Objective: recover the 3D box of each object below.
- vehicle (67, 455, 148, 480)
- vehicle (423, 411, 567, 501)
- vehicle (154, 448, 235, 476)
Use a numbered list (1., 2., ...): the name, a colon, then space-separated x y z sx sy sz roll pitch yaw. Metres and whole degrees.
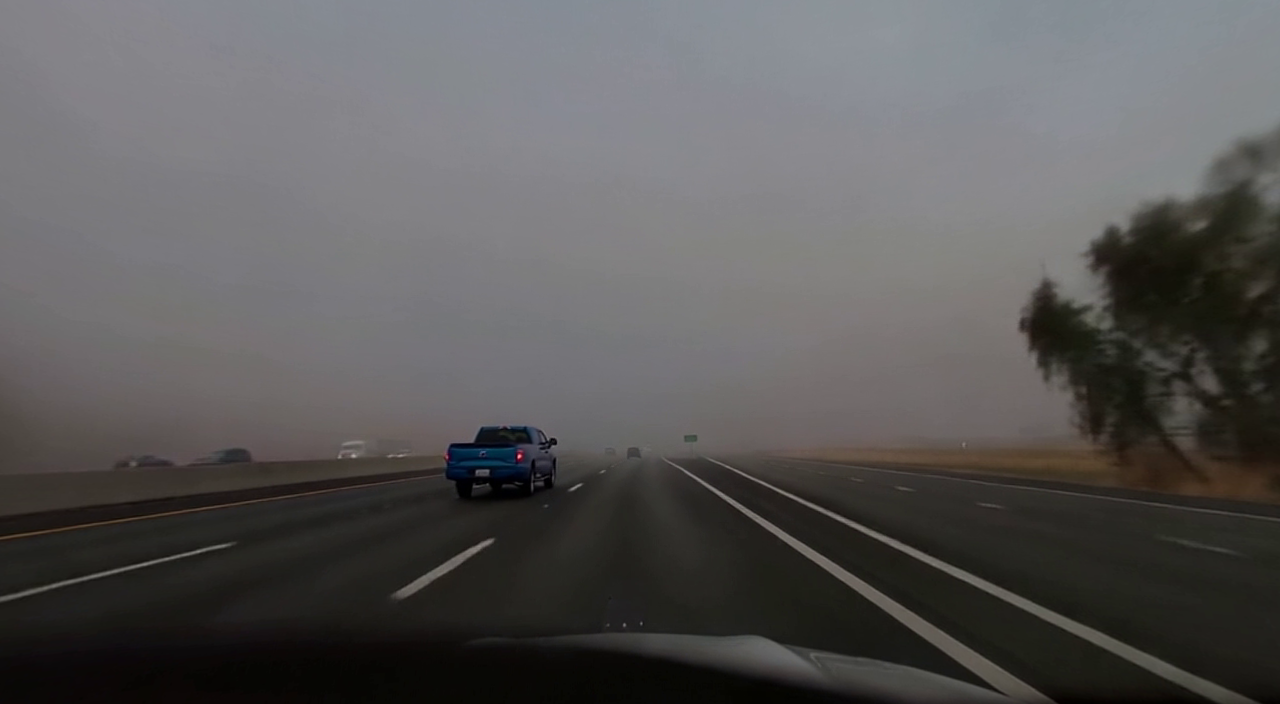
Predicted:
1. vehicle: -39.692 8.586 47.140 2.012 1.686 4.608 0 -8 -1
2. vehicle: -3.748 2.881 17.871 2.601 2.084 6.068 0 -8 1
3. vehicle: -29.561 7.287 42.077 1.954 1.704 4.656 0 -8 0
